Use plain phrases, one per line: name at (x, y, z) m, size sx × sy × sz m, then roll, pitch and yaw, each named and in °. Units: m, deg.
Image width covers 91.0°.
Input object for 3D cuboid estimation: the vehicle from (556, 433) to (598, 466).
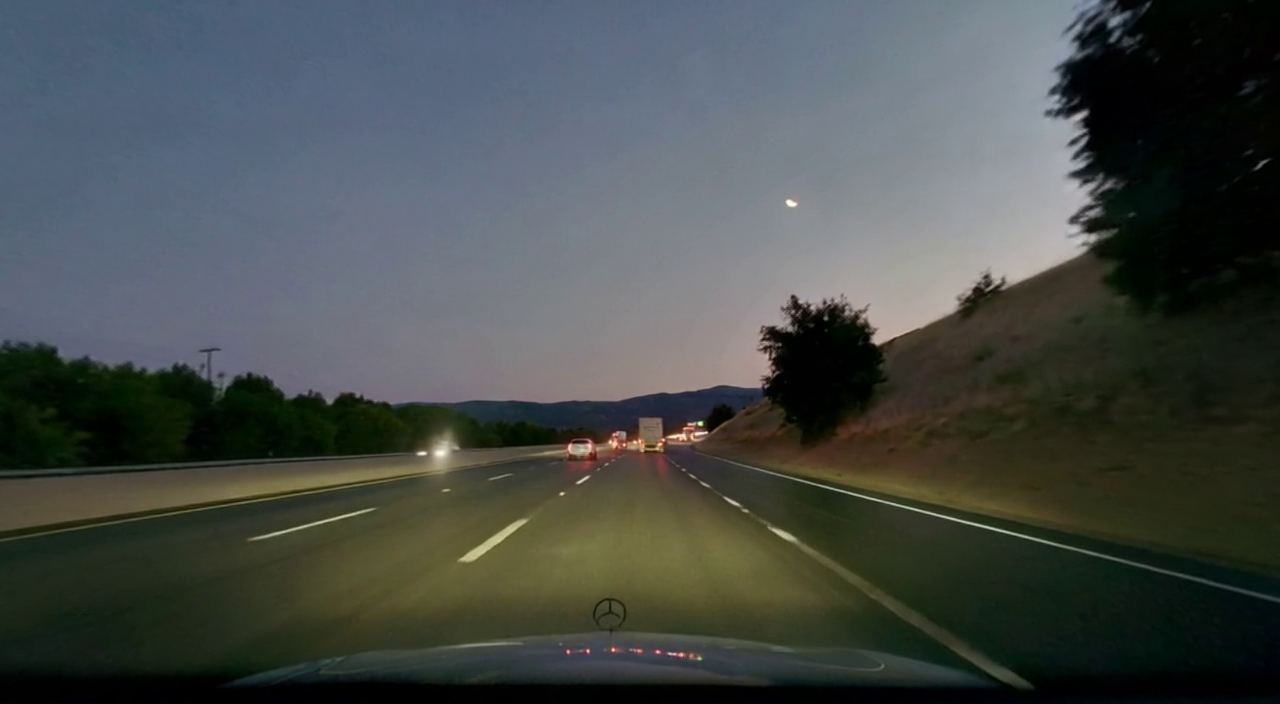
vehicle at (-3.921, 6.146, 39.978) m, size 2.130 × 1.935 × 4.817 m, roll -1°, pitch -8°, yaw 1°
